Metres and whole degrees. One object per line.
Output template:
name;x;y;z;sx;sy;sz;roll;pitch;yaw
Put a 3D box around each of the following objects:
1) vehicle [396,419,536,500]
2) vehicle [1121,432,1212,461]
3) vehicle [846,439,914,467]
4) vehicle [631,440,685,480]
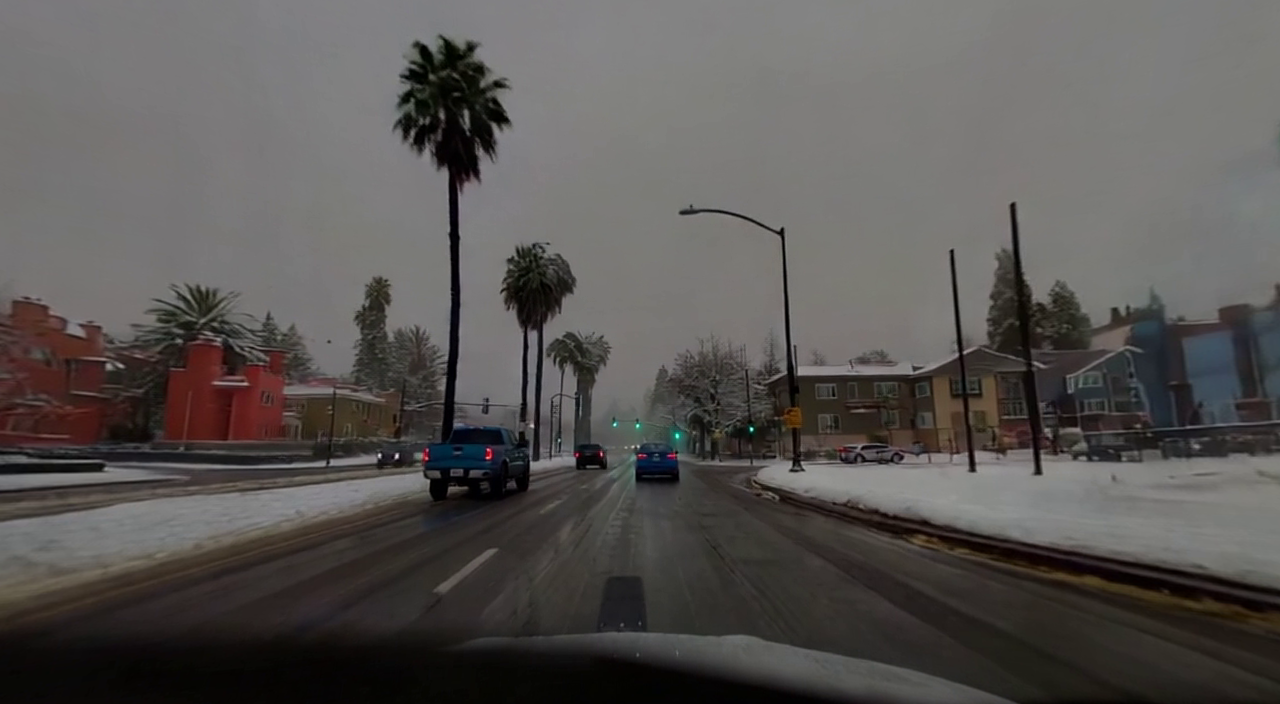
vehicle;-4.656;3.012;18.024;2.187;1.904;6.103;0;-8;1
vehicle;40.829;7.329;48.711;5.530;1.797;2.108;-3;-8;-9
vehicle;18.741;7.898;49.160;4.295;1.787;2.187;-4;-8;0
vehicle;0.799;4.600;26.992;2.122;1.562;4.152;-1;-8;2
